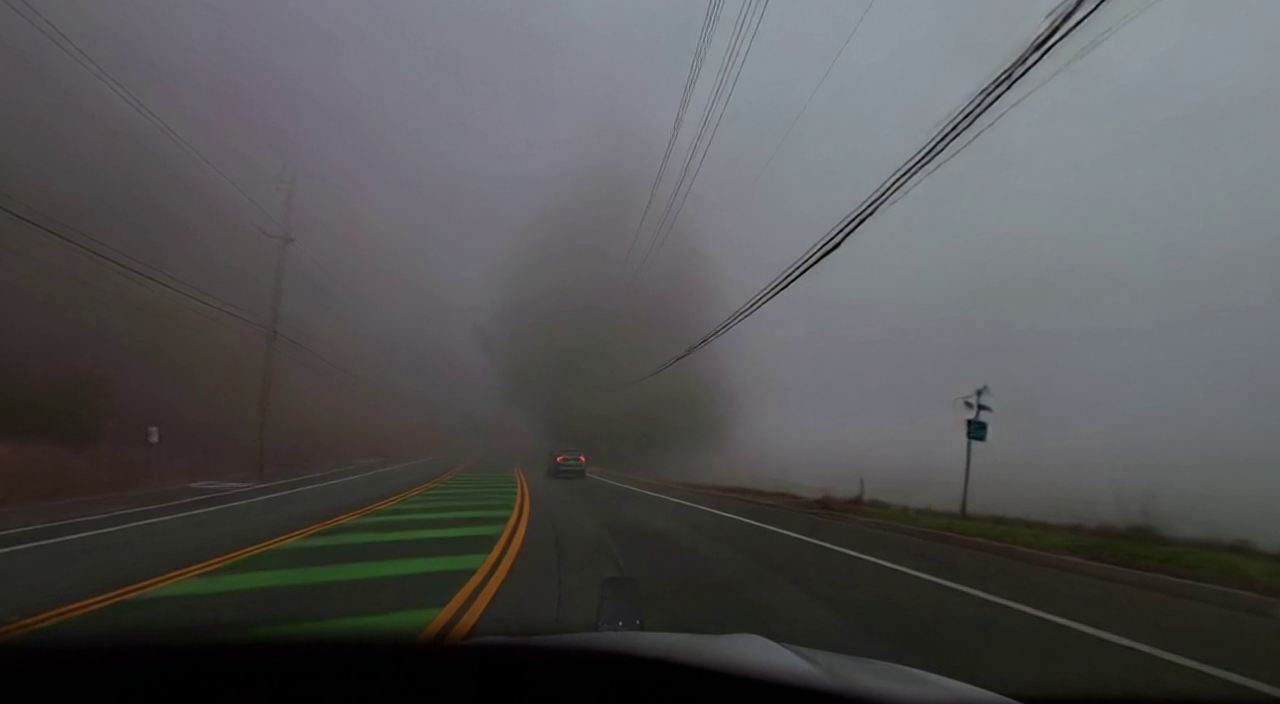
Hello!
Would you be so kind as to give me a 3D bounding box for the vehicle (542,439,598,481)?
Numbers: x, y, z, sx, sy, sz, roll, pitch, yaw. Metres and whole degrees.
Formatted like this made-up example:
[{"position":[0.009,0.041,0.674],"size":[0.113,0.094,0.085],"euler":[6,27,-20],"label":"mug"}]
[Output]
[{"position":[-3.405,5.058,29.908],"size":[2.140,1.767,4.720],"euler":[2,-9,-12],"label":"vehicle"}]
